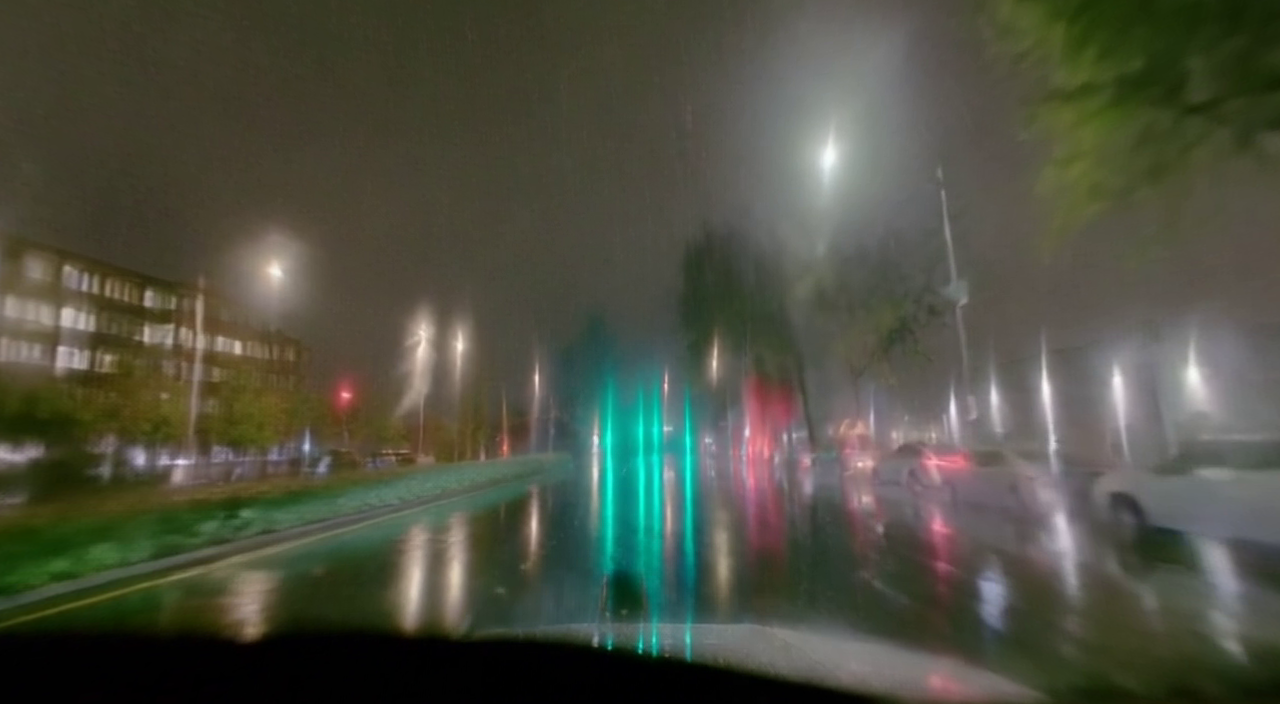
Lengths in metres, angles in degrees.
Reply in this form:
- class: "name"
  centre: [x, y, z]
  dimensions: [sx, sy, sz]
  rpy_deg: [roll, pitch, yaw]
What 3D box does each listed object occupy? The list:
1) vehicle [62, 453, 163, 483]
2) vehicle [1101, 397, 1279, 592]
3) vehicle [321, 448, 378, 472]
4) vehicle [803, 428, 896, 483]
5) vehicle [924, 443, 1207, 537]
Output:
- class: "vehicle"
  centre: [-29.079, 6.370, 34.957]
  dimensions: [1.879, 1.518, 4.165]
  rpy_deg: [-1, -8, 1]
- class: "vehicle"
  centre: [7.207, 1.371, 6.051]
  dimensions: [1.974, 1.876, 4.842]
  rpy_deg: [-1, -8, 2]
- class: "vehicle"
  centre: [-21.501, 7.962, 46.837]
  dimensions: [1.968, 1.615, 4.591]
  rpy_deg: [-1, -8, 1]
- class: "vehicle"
  centre: [7.664, 3.839, 23.636]
  dimensions: [1.908, 1.833, 4.711]
  rpy_deg: [0, -8, 1]
- class: "vehicle"
  centre: [7.319, 2.387, 11.641]
  dimensions: [2.093, 1.365, 4.566]
  rpy_deg: [0, -8, 1]
